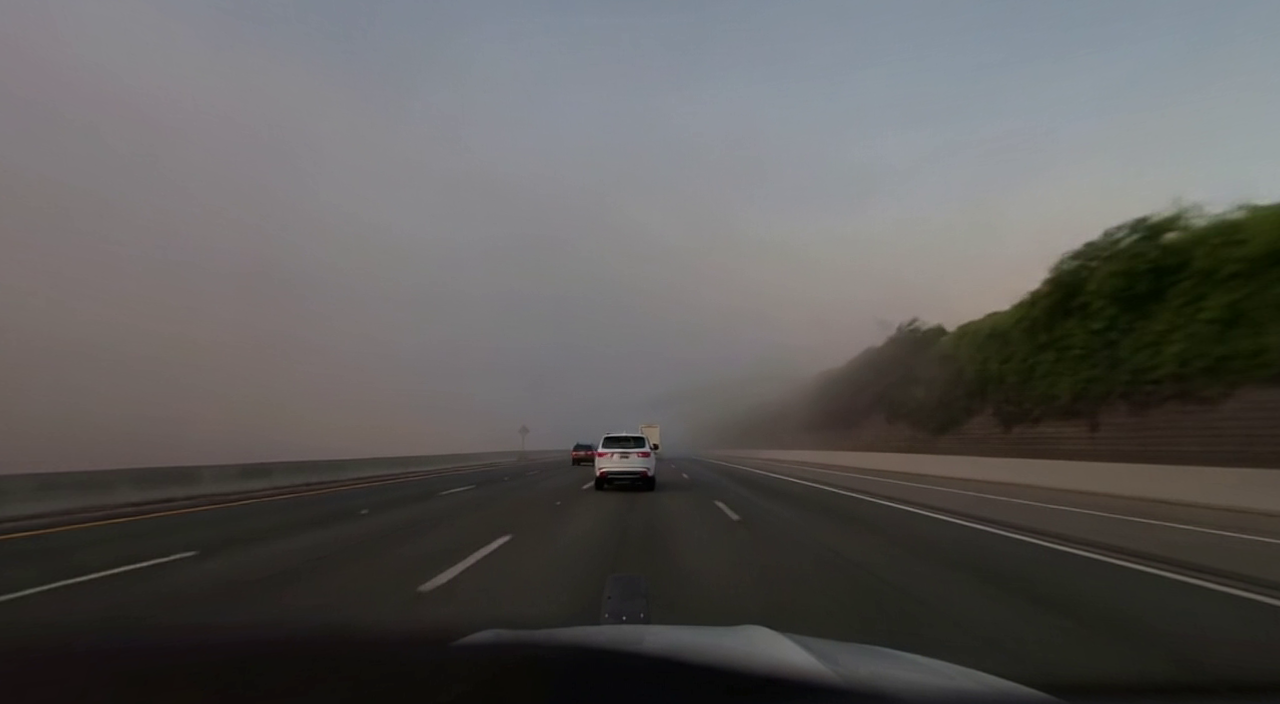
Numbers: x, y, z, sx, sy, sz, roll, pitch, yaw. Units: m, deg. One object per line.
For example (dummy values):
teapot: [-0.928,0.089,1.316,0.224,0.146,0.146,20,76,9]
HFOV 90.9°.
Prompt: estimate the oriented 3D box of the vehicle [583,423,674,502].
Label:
vehicle: [-0.231,2.878,16.790,2.114,1.787,4.365,0,-8,1]
